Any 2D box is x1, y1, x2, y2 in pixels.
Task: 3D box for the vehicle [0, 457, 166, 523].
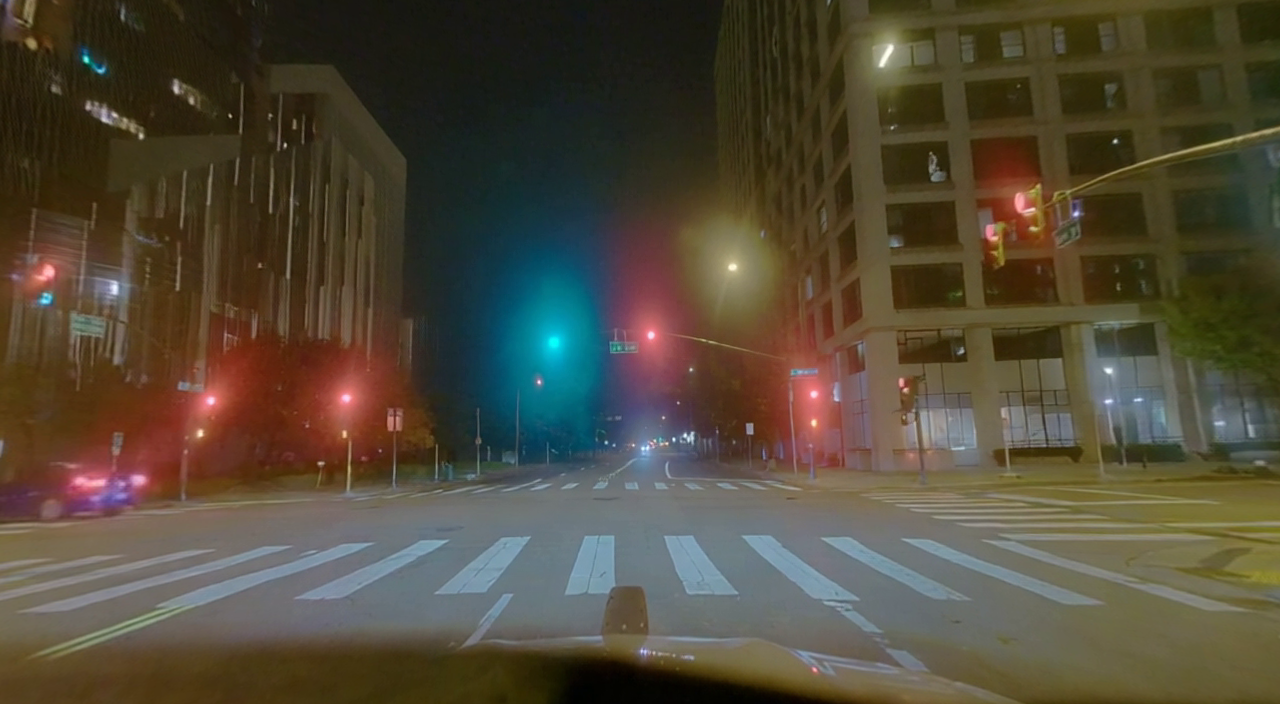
[{"bbox_3d":[-15.246,3.459,15.993,4.847,1.484,1.926,0,-8,1],"label":"vehicle"}]
